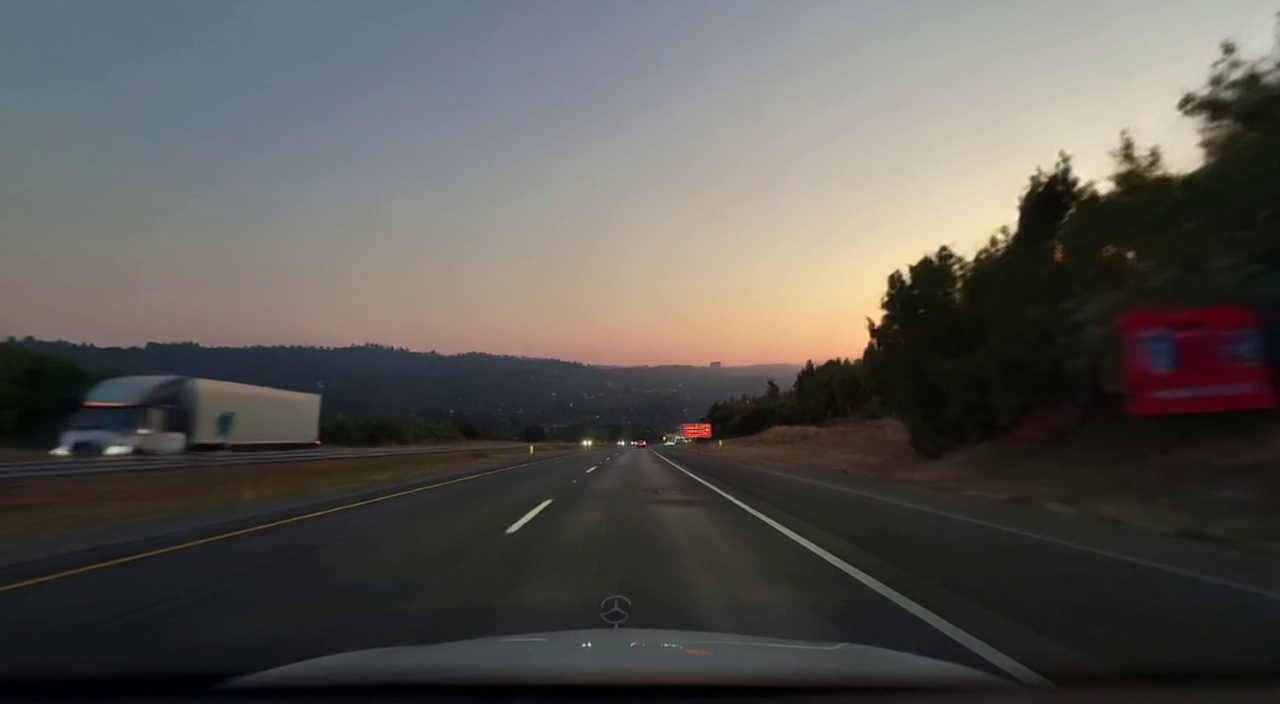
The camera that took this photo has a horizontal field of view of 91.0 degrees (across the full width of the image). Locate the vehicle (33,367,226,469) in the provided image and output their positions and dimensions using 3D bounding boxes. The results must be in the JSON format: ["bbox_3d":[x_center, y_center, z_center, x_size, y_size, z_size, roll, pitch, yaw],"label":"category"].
[{"bbox_3d":[-21.566,2.942,27.183,3.243,3.864,5.872,0,-8,0],"label":"vehicle"}]
